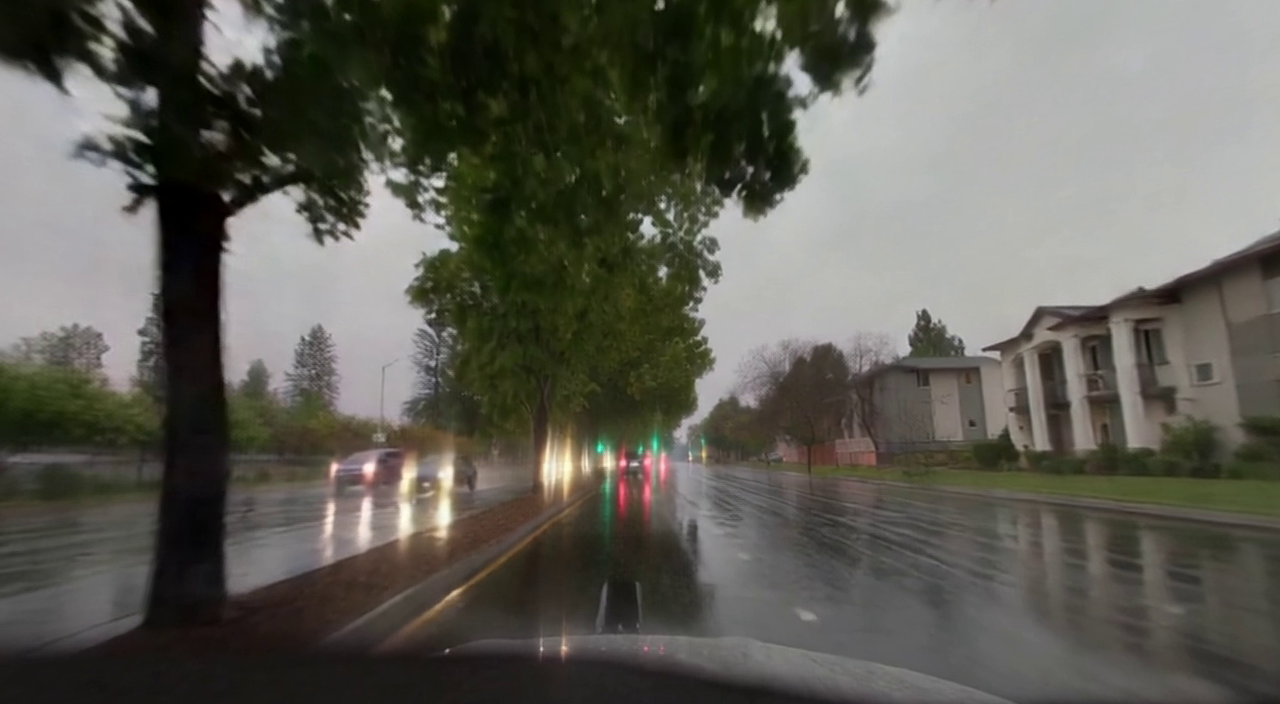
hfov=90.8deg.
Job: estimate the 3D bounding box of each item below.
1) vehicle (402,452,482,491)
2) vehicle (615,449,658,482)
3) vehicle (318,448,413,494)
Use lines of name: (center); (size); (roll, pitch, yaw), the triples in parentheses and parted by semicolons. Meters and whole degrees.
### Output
vehicle: (-8.498, 5.132, 27.542); (1.957, 1.527, 4.411); (0, -9, 1)
vehicle: (-0.124, 5.813, 32.632); (2.093, 1.591, 4.247); (0, -9, 1)
vehicle: (-11.889, 5.141, 27.769); (2.052, 1.808, 4.716); (0, -9, 0)
